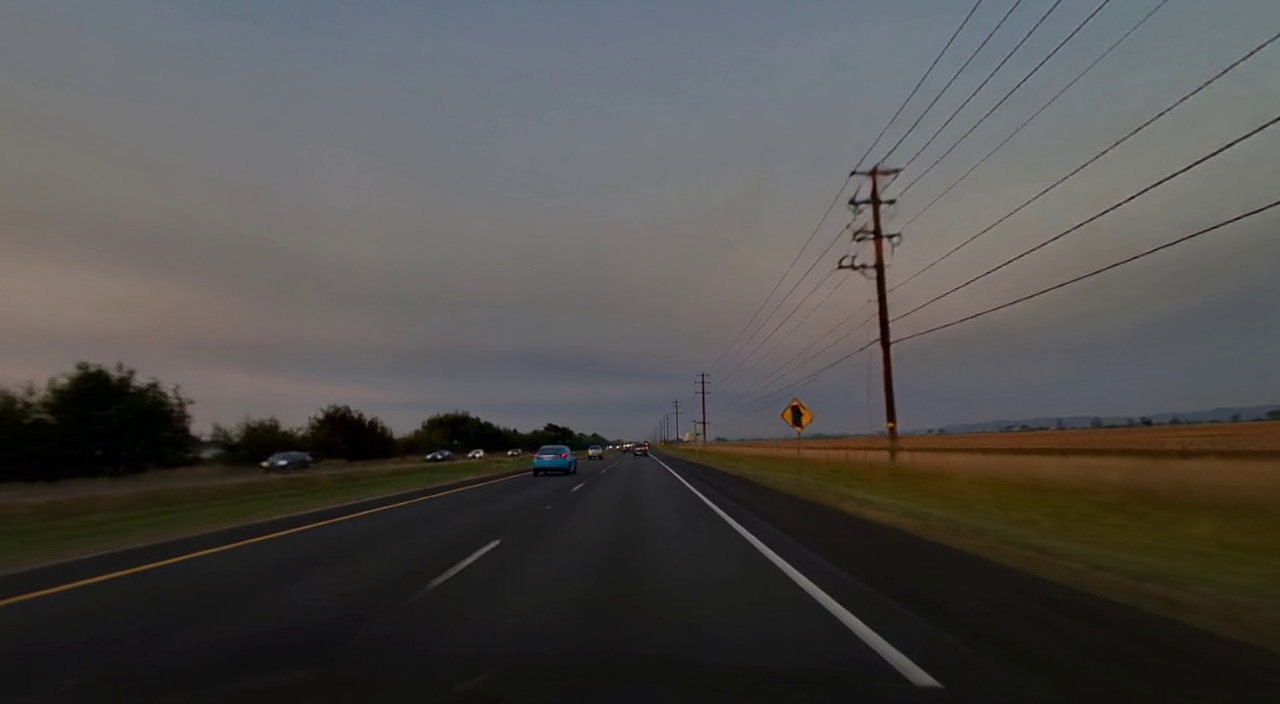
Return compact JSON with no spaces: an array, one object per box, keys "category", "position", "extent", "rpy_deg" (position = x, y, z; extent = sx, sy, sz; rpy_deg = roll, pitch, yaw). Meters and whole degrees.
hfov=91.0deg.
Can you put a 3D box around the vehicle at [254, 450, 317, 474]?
[{"category":"vehicle","position":[-25.539,7.919,45.544],"extent":[1.881,1.584,4.456],"rpy_deg":[0,-9,0]}]

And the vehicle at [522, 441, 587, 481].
[{"category":"vehicle","position":[-3.673,4.793,27.924],"extent":[2.120,1.597,4.810],"rpy_deg":[0,-9,1]}]
